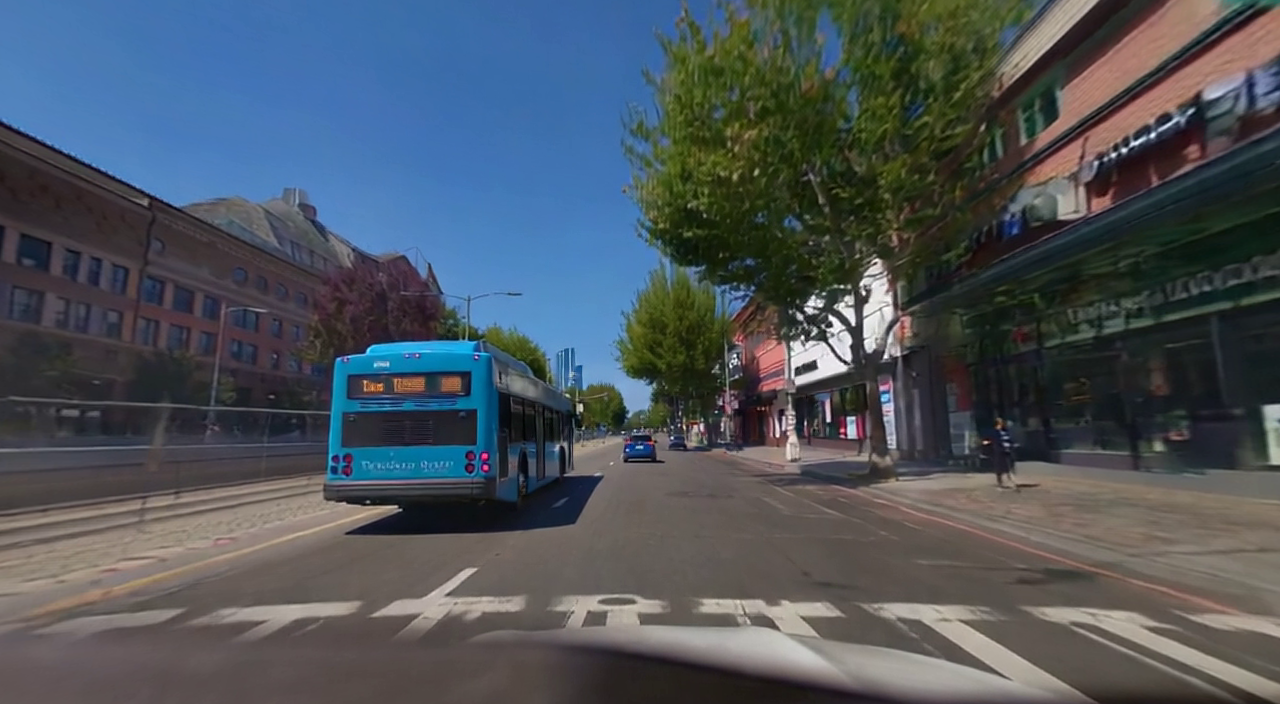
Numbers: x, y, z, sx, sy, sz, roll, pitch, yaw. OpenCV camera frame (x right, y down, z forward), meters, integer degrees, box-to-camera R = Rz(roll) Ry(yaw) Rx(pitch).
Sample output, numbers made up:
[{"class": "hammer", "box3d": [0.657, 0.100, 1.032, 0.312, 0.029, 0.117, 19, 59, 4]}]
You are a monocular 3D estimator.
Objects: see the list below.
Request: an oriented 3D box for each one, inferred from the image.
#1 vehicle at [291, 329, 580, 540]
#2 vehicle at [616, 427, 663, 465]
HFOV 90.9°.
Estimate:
[{"class": "vehicle", "box3d": [-3.194, 1.699, 12.961, 2.920, 2.884, 8.588, 0, -8, 1]}, {"class": "vehicle", "box3d": [-0.014, 4.602, 30.944, 2.120, 1.727, 3.917, 0, -8, 0]}]
